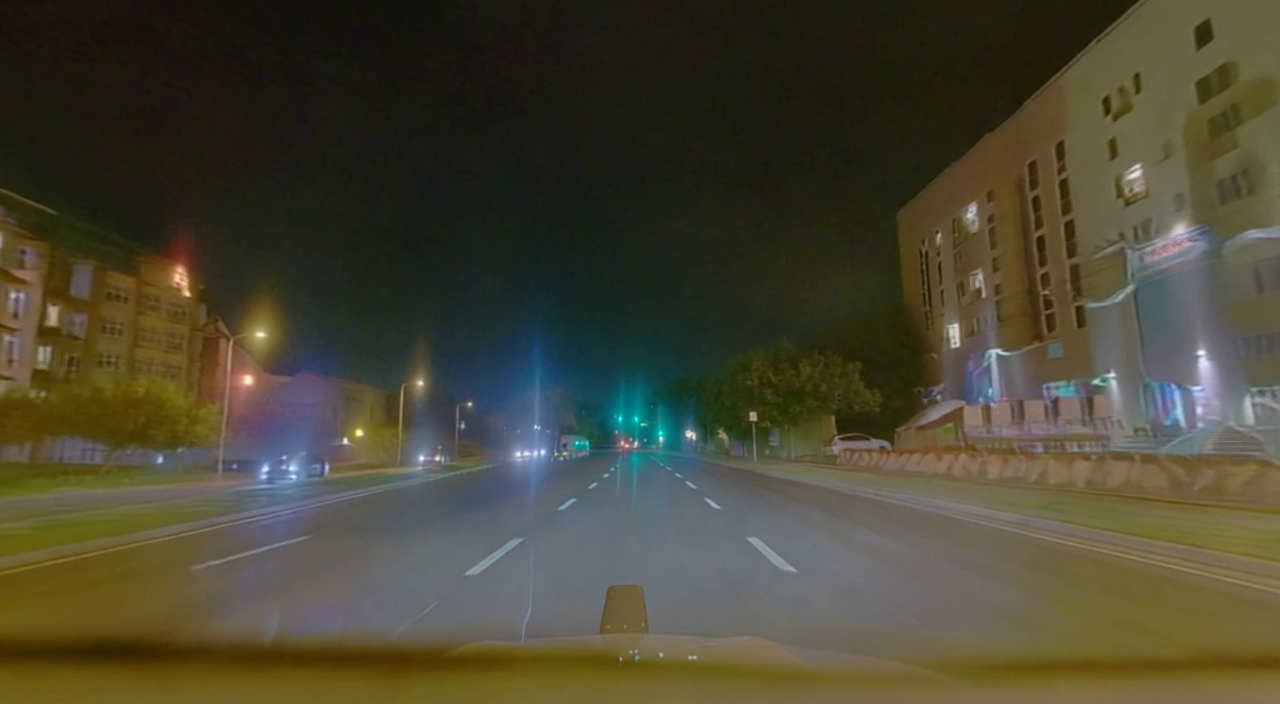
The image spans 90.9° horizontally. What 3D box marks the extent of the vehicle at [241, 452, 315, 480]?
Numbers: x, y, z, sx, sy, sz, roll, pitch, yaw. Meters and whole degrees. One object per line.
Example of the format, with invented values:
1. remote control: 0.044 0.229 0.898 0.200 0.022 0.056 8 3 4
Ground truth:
1. vehicle: -20.909 6.575 36.598 1.794 1.463 4.332 0 -8 -1

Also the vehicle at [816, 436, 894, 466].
1. vehicle: 12.284 5.651 36.309 1.948 1.466 4.520 -1 -7 -16

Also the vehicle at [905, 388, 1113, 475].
1. vehicle: 15.498 3.394 26.930 6.641 3.391 3.387 0 -9 -3
